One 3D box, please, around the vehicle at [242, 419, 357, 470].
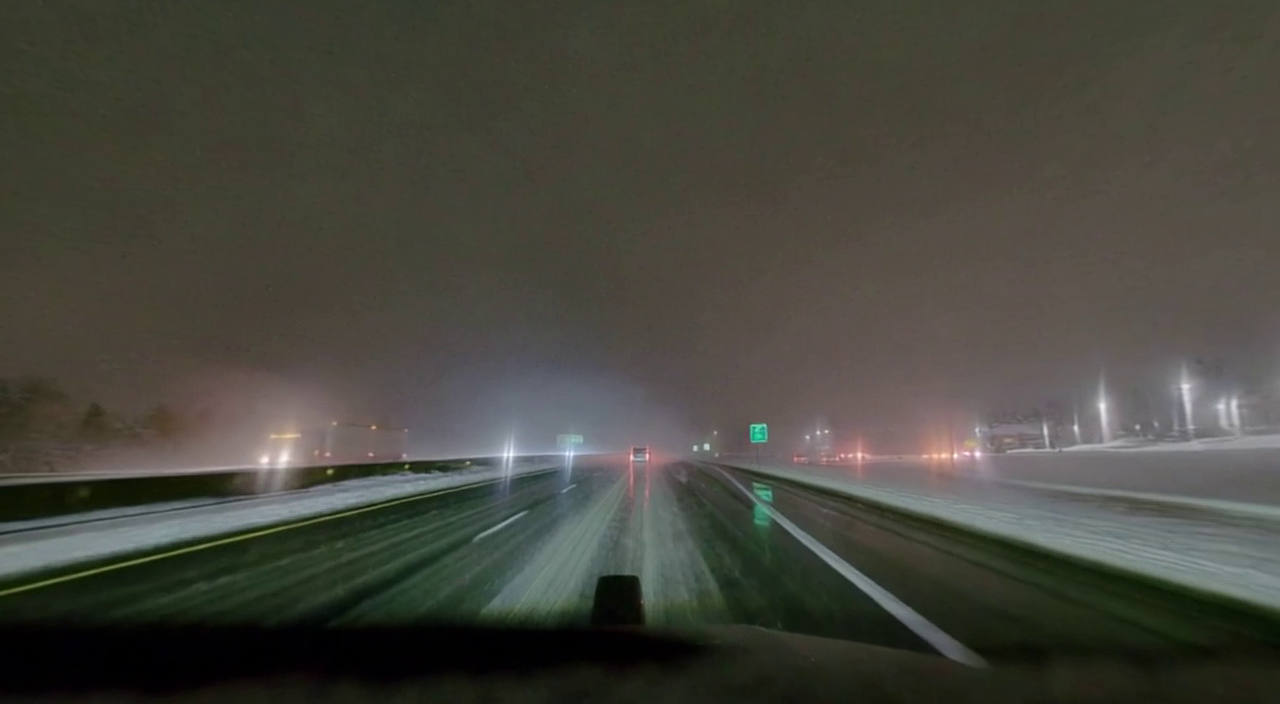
[{"bbox_3d":[-25.012,6.929,47.030,2.961,3.330,9.690,0,-9,1],"label":"vehicle"}]
